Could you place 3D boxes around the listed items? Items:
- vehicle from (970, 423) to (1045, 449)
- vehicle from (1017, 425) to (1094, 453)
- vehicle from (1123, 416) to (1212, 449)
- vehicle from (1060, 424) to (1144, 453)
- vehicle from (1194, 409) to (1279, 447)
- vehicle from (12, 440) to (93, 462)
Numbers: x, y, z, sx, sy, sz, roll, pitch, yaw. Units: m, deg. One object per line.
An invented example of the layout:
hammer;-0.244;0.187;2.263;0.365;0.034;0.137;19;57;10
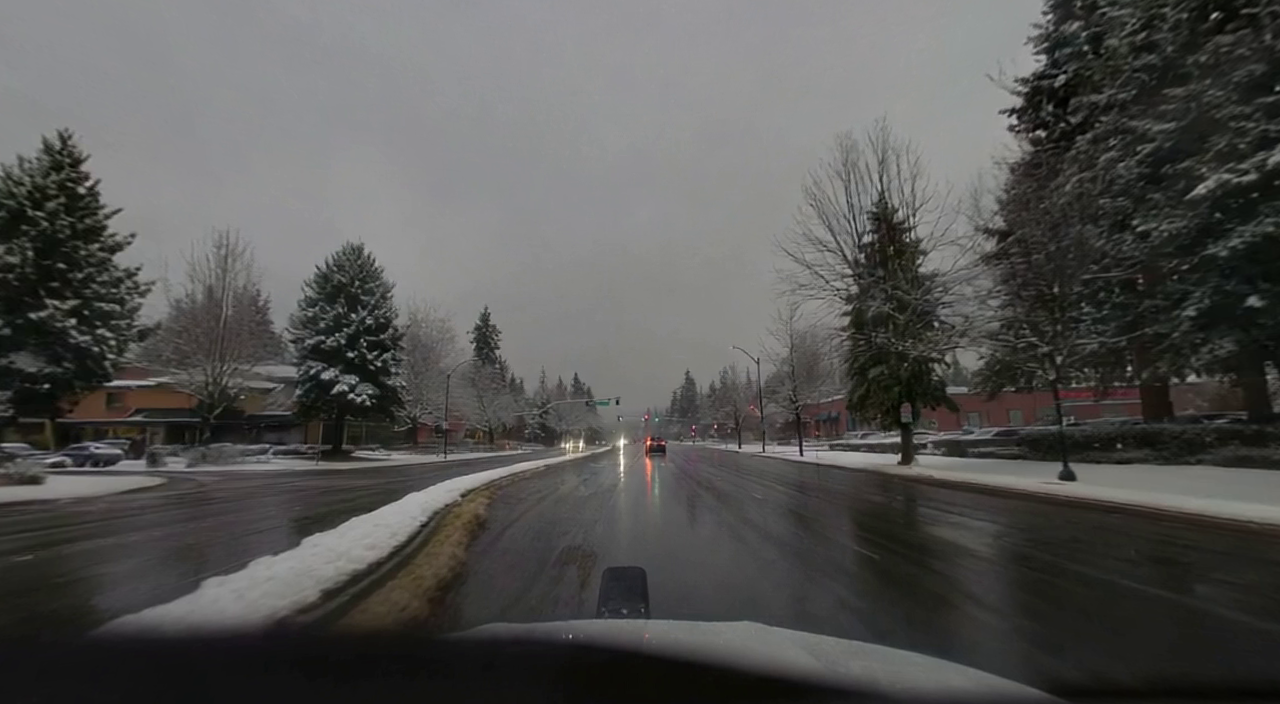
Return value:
vehicle;25.708;5.927;44.302;1.850;1.745;4.514;2;-9;-12
vehicle;21.296;4.461;32.352;3.179;1.322;1.521;1;-8;-18
vehicle;23.079;3.551;27.605;3.221;1.347;1.557;3;-10;-23
vehicle;21.973;4.097;30.026;3.143;1.303;1.491;1;-8;-16
vehicle;24.386;3.098;25.363;3.380;1.431;1.765;4;-9;-24
vehicle;-45.682;7.752;49.097;4.443;1.398;1.830;-3;-10;-2
